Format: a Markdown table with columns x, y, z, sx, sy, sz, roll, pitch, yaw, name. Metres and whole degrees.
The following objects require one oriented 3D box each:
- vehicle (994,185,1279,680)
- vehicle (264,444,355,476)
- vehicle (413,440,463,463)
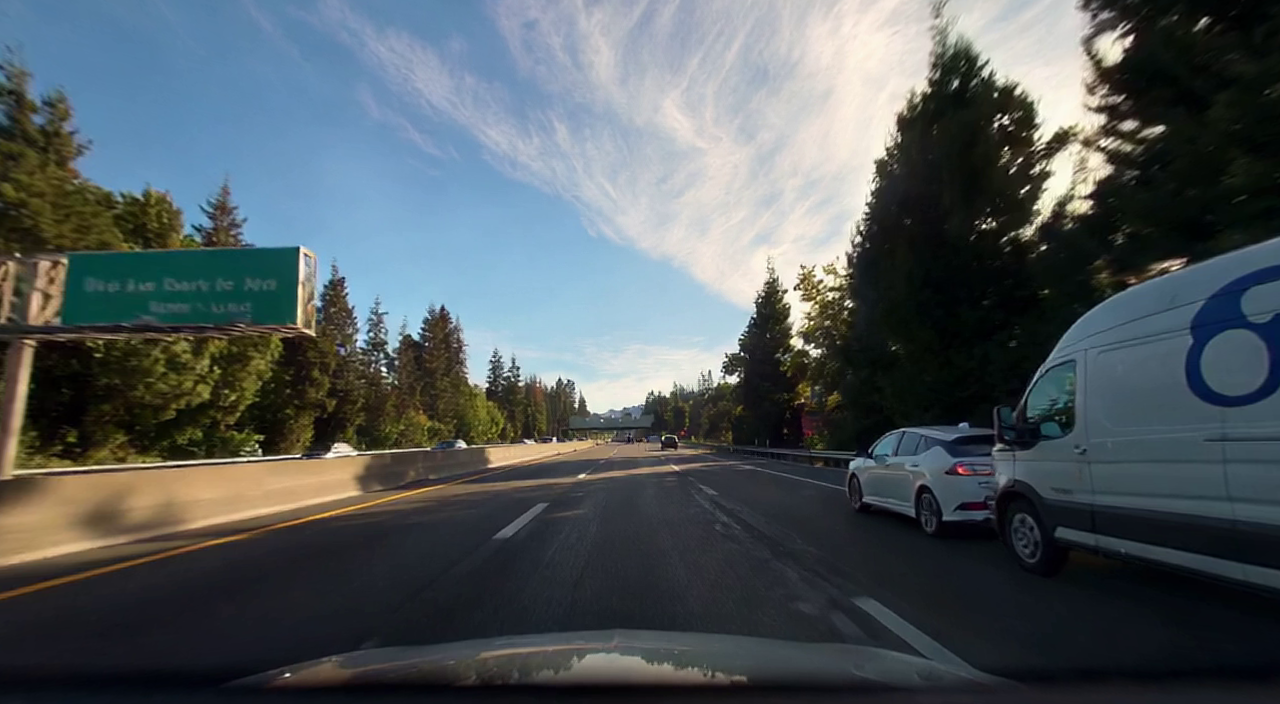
| x | y | z | sx | sy | sz | roll | pitch | yaw | name |
| --- | --- | --- | --- | --- | --- | --- | --- | --- | --- |
| 4.544 | 0.471 | 3.680 | 2.370 | 2.579 | 4.127 | 0 | -8 | -2 | vehicle |
| -16.792 | 5.493 | 32.343 | 2.116 | 1.447 | 4.781 | 0 | -8 | 0 | vehicle |
| -13.105 | 6.455 | 41.102 | 1.848 | 1.429 | 4.181 | 0 | -8 | 0 | vehicle |
